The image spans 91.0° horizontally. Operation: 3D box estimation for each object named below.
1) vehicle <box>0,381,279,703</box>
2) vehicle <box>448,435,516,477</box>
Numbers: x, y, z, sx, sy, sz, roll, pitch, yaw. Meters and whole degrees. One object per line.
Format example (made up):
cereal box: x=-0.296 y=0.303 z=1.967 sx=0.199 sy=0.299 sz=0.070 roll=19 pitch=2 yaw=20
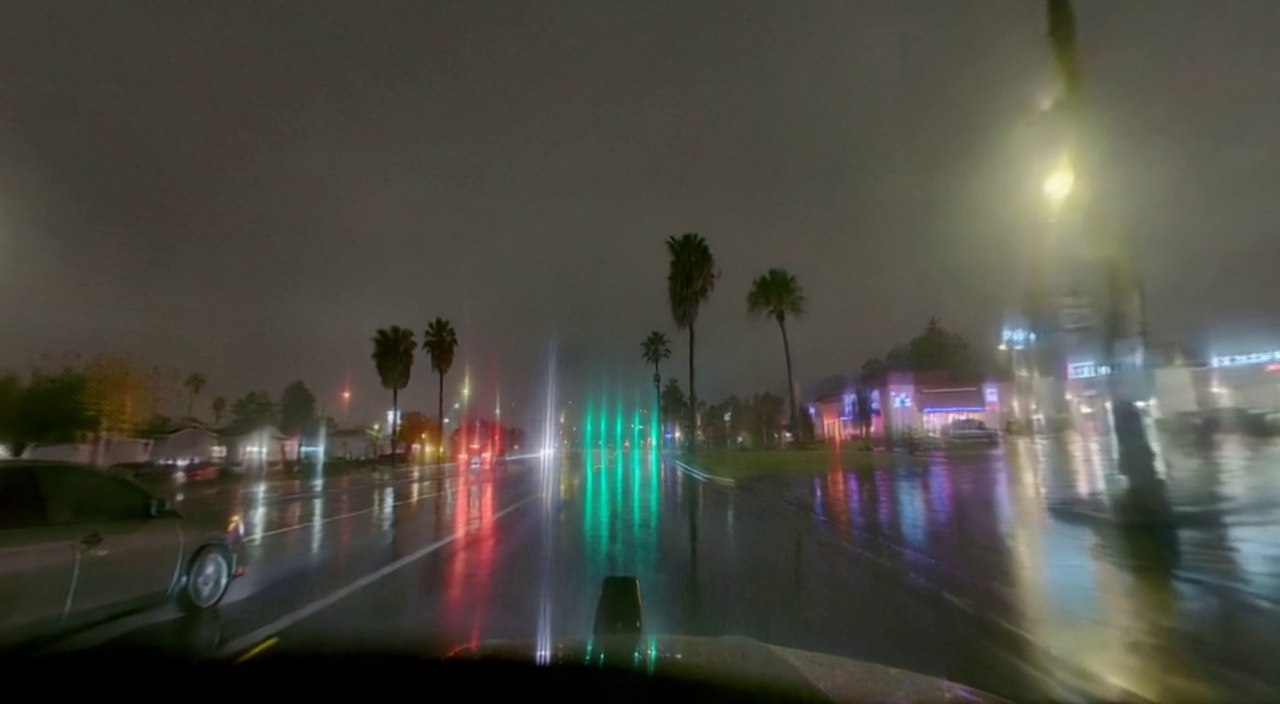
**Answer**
vehicle: x=-4.201 y=1.024 z=3.376 sx=2.041 sy=1.666 sz=4.182 roll=0 pitch=-8 yaw=-1
vehicle: x=-7.516 y=4.992 z=30.408 sx=2.136 sy=1.844 sz=4.363 roll=0 pitch=-8 yaw=1
